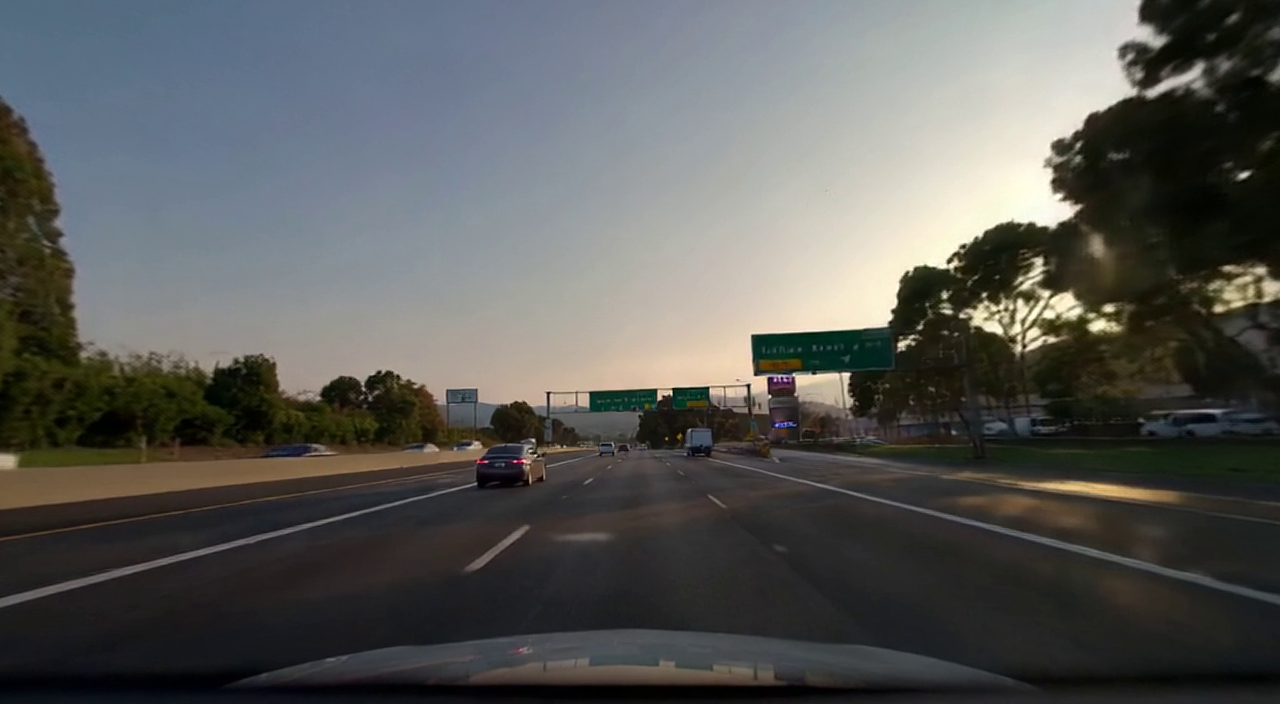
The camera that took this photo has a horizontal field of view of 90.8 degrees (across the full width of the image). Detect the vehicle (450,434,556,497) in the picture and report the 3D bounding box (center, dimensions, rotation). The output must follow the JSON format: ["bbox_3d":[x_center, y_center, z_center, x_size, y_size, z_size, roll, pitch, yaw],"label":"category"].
[{"bbox_3d":[-3.649,3.097,17.642,1.939,1.508,4.272,0,-8,1],"label":"vehicle"}]

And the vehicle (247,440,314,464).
[{"bbox_3d":[-22.731,6.320,40.140,1.762,1.400,4.240,0,-8,0],"label":"vehicle"}]
